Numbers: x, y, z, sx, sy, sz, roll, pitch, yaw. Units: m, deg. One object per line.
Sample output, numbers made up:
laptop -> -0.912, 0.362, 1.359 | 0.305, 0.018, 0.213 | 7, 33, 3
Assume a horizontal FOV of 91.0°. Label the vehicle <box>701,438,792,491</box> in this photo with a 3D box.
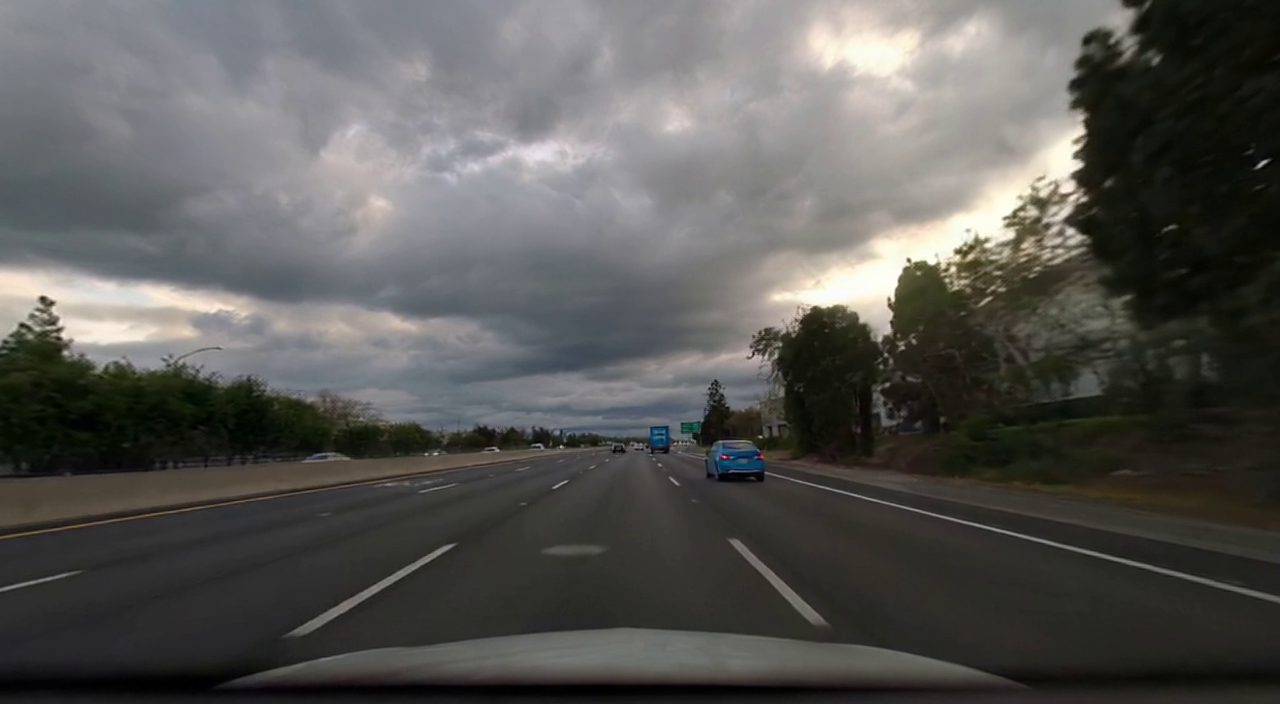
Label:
vehicle -> 3.165, 3.430, 19.620 | 2.048, 1.482, 3.956 | 0, -8, -1
